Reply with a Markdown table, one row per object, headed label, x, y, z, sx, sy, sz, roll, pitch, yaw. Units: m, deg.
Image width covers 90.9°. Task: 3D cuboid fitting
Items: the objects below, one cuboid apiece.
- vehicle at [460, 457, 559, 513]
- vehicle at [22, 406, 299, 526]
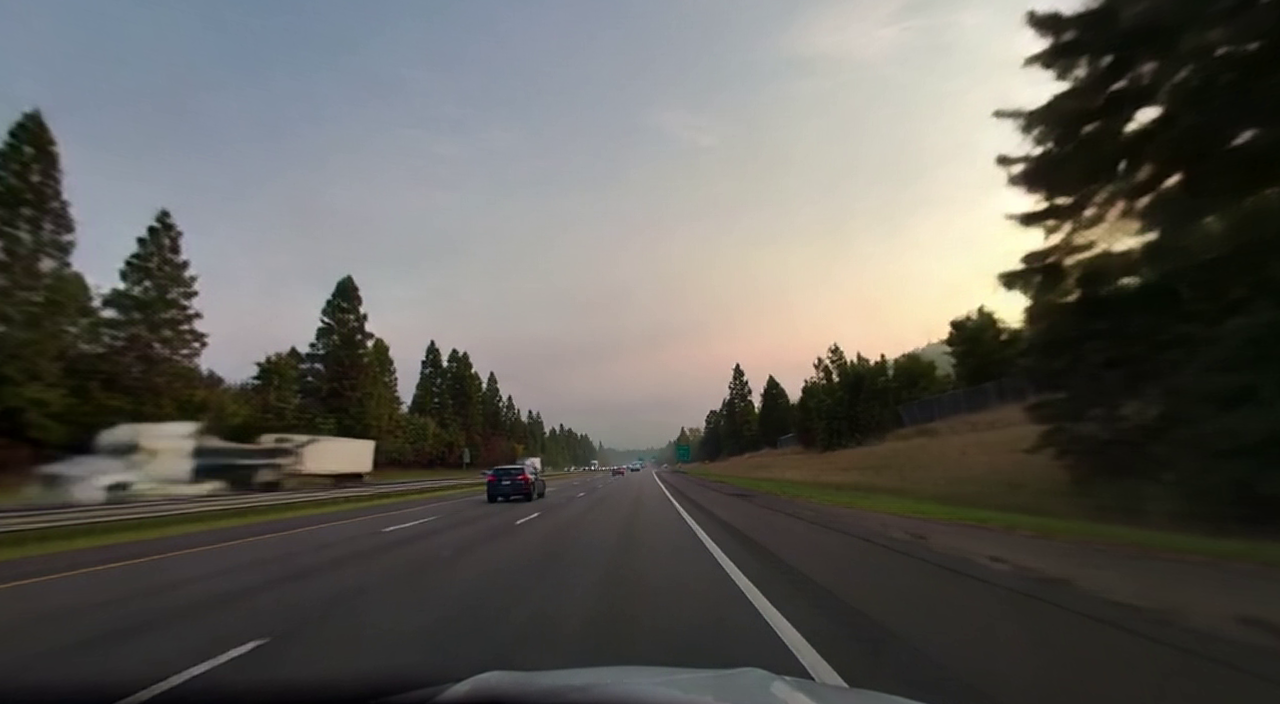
| label | x | y | z | sx | sy | sz | roll | pitch | yaw |
| --- | --- | --- | --- | --- | --- | --- | --- | --- | --- |
| vehicle | -3.865 | 4.069 | 19.568 | 2.043 | 1.486 | 4.442 | 0 | -10 | 1 |
| vehicle | -13.336 | 3.336 | 18.523 | 2.639 | 2.823 | 6.702 | 0 | -10 | 1 |
